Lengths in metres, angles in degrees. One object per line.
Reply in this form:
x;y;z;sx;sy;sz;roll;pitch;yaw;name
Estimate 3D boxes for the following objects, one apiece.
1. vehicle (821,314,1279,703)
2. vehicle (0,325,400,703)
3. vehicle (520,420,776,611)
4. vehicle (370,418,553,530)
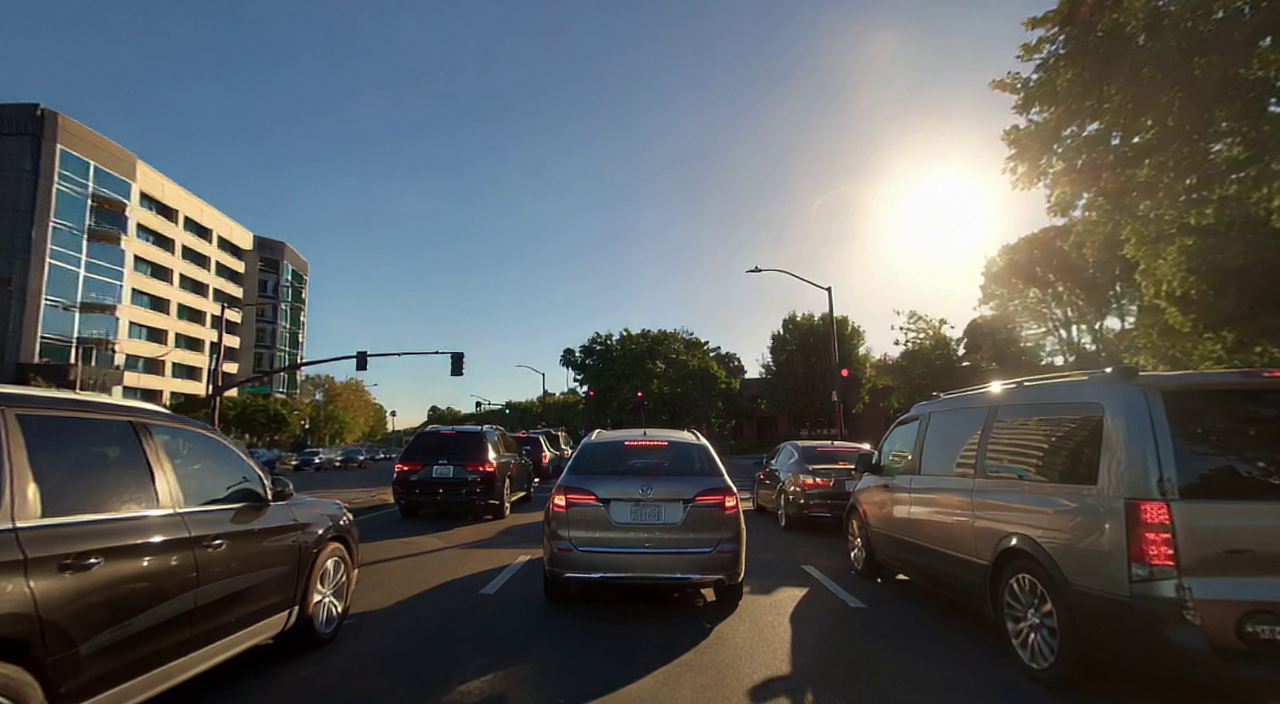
3.215;1.105;4.730;2.141;1.833;4.704;0;-8;-2;vehicle
-3.126;0.954;3.298;1.982;1.721;4.261;0;-8;1;vehicle
0.028;1.591;7.033;2.021;1.490;3.948;0;-8;-1;vehicle
-3.189;2.304;12.452;2.117;1.772;4.619;0;-8;2;vehicle
